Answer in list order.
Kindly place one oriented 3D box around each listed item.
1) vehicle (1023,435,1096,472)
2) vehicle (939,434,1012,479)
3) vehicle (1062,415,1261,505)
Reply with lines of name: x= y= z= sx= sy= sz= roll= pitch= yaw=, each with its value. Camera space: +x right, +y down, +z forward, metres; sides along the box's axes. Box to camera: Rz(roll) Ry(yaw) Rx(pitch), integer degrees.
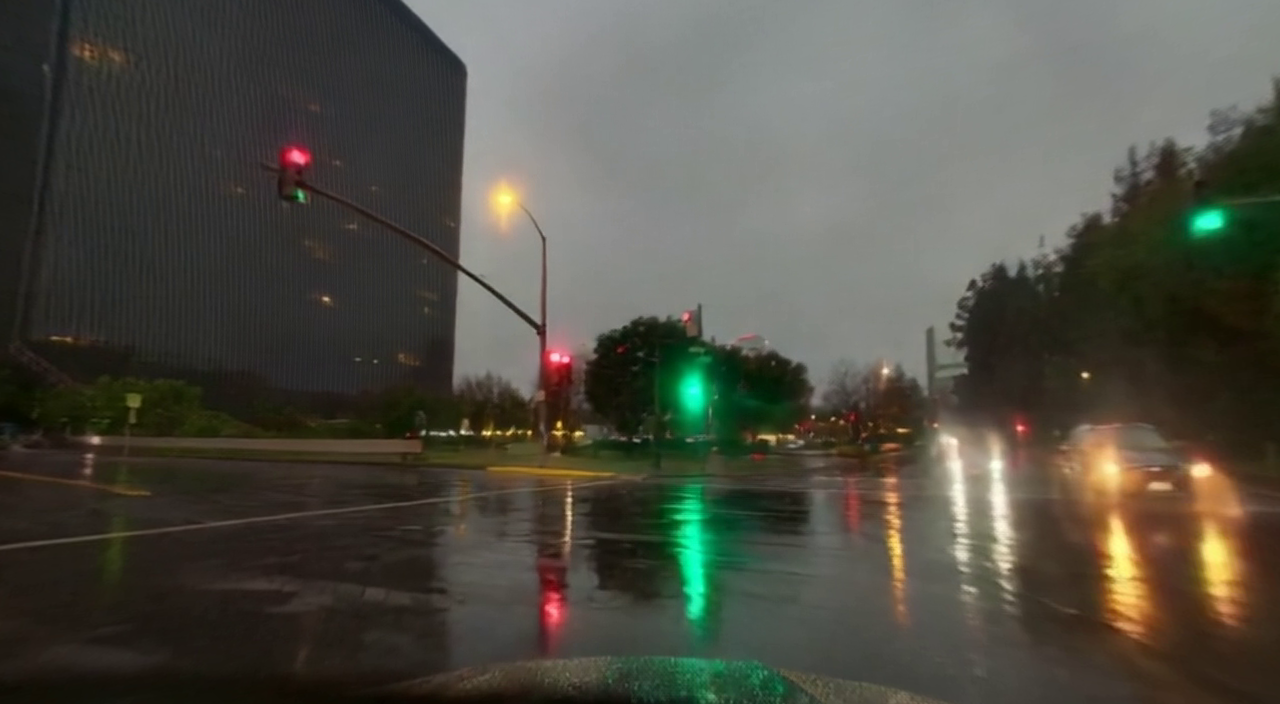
vehicle: x=17.938 y=4.334 z=27.045 sx=1.973 sy=1.456 sz=4.287 roll=-4 pitch=-9 yaw=26
vehicle: x=12.369 y=3.837 z=23.290 sx=2.068 sy=1.486 sz=4.664 roll=-4 pitch=-10 yaw=27
vehicle: x=11.675 y=2.432 z=14.558 sx=2.018 sy=1.699 sz=4.751 roll=-3 pitch=-9 yaw=21
